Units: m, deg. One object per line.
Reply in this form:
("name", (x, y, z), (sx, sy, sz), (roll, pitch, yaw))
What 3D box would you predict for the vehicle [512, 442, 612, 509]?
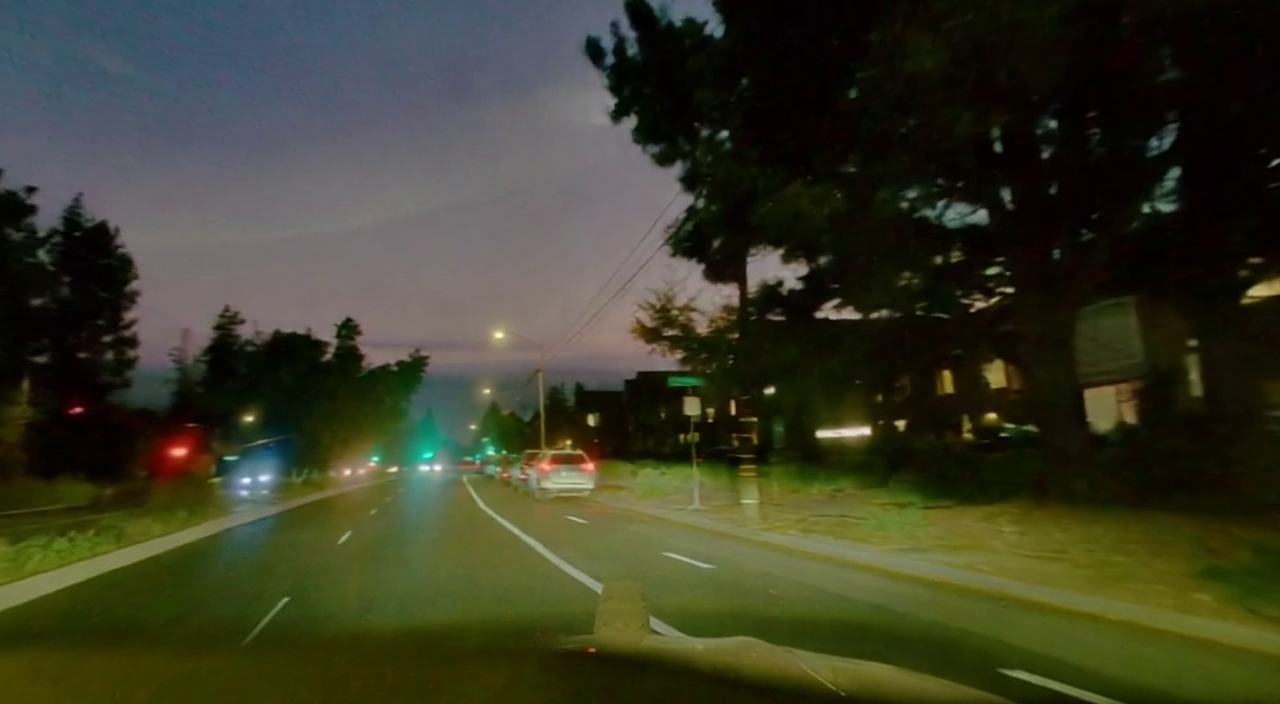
("vehicle", (-2.564, 3.675, 19.527), (2.078, 1.738, 5.133), (2, -9, -18))
